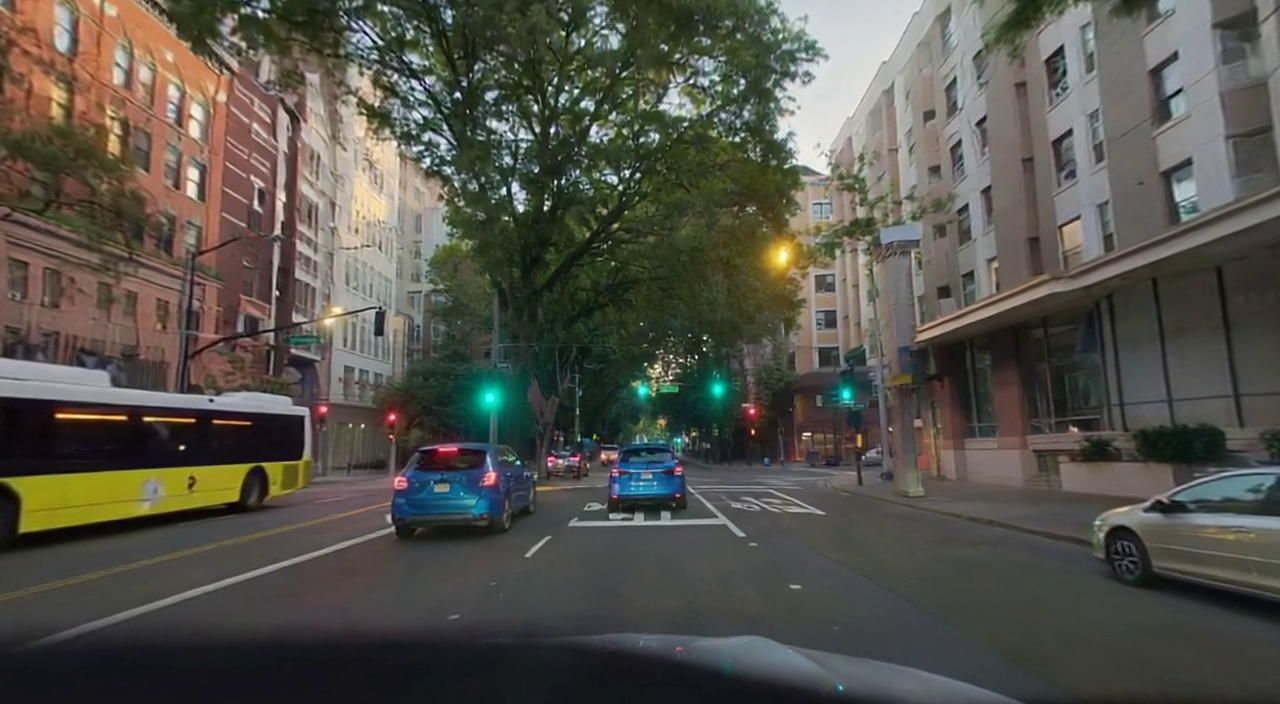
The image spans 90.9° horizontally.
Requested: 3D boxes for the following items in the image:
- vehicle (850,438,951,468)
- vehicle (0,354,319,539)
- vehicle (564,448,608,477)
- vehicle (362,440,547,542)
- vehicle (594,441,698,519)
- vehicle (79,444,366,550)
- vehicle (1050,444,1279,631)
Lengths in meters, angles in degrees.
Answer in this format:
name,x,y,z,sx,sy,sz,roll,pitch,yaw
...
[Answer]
name,x,y,z,sx,sy,sz,roll,pitch,yaw
vehicle,16.407,6.408,39.927,5.345,1.811,2.175,0,-9,-1
vehicle,-13.178,2.408,15.956,3.071,3.337,13.201,0,-9,1
vehicle,-3.004,6.246,35.884,2.131,1.486,4.089,0,-9,0
vehicle,-3.085,2.410,11.665,1.970,1.492,4.534,0,-9,1
vehicle,0.085,2.750,14.041,2.022,1.481,3.564,0,-9,-1
vehicle,-7.058,2.450,11.464,1.974,1.503,4.594,0,-9,1
vehicle,5.973,1.519,5.361,1.873,1.453,4.579,0,-9,0
